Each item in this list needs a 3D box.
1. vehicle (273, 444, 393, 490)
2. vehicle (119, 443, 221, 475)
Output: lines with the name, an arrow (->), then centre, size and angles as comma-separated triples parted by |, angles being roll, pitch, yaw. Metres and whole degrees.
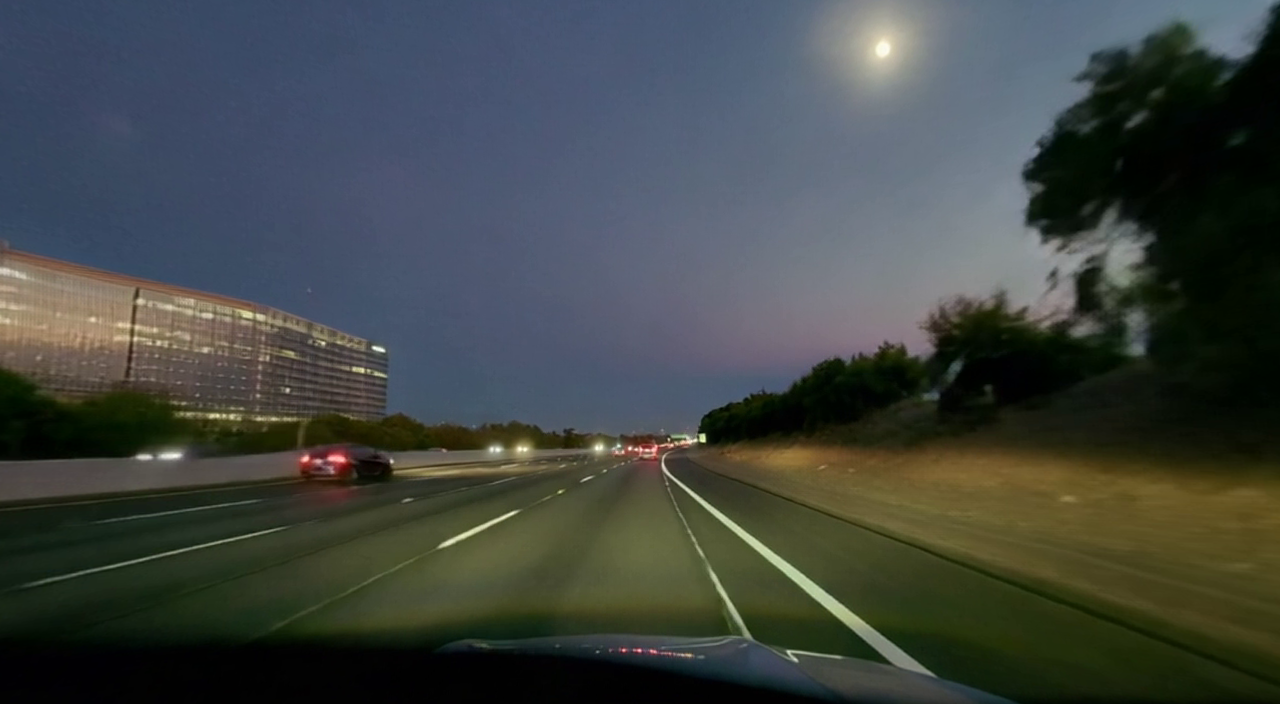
vehicle -> -10.686, 4.015, 22.420 | 1.914, 1.440, 4.467 | -1, -9, 1
vehicle -> -25.941, 5.906, 35.130 | 1.973, 1.582, 4.704 | -1, -9, 2
